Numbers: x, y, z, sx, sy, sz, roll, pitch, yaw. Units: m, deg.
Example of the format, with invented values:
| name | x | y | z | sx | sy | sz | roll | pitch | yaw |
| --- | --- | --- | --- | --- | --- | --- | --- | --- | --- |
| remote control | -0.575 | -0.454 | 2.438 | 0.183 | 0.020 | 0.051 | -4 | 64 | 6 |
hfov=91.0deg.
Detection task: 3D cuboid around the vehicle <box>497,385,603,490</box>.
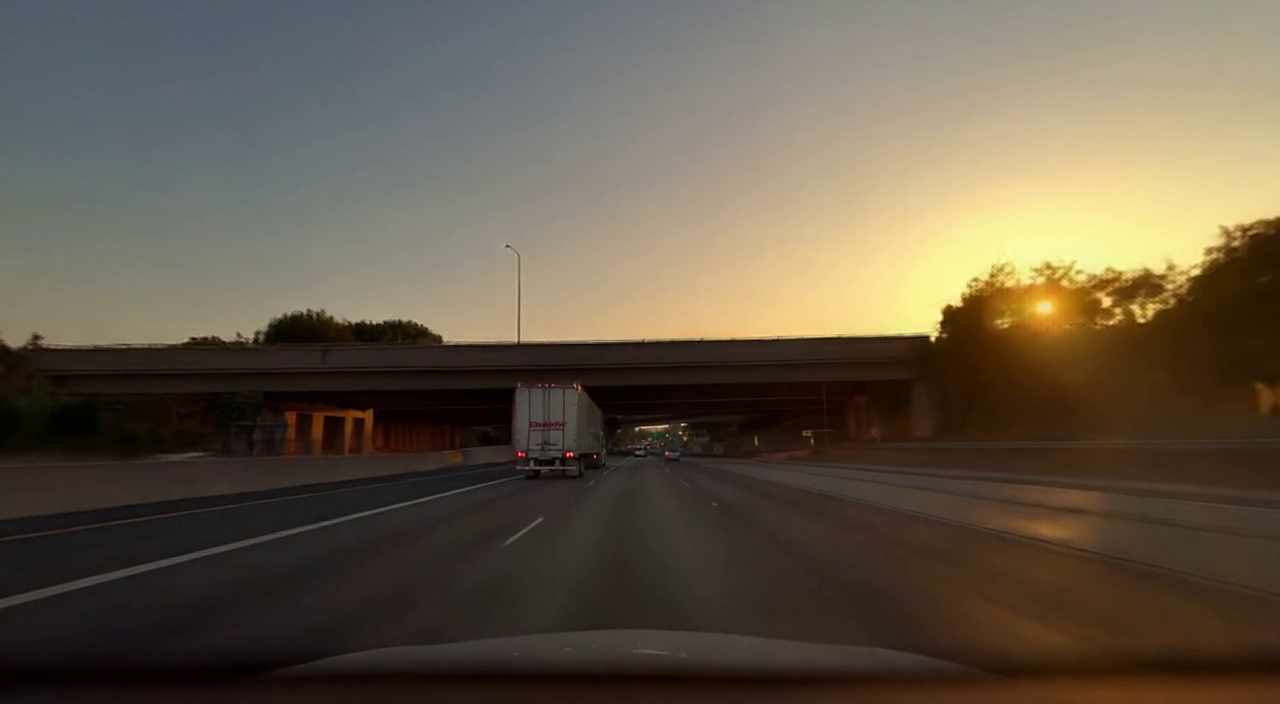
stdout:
| name | x | y | z | sx | sy | sz | roll | pitch | yaw |
| --- | --- | --- | --- | --- | --- | --- | --- | --- | --- |
| vehicle | -3.248 | 3.479 | 25.226 | 2.922 | 3.458 | 8.360 | 0 | -9 | 1 |
